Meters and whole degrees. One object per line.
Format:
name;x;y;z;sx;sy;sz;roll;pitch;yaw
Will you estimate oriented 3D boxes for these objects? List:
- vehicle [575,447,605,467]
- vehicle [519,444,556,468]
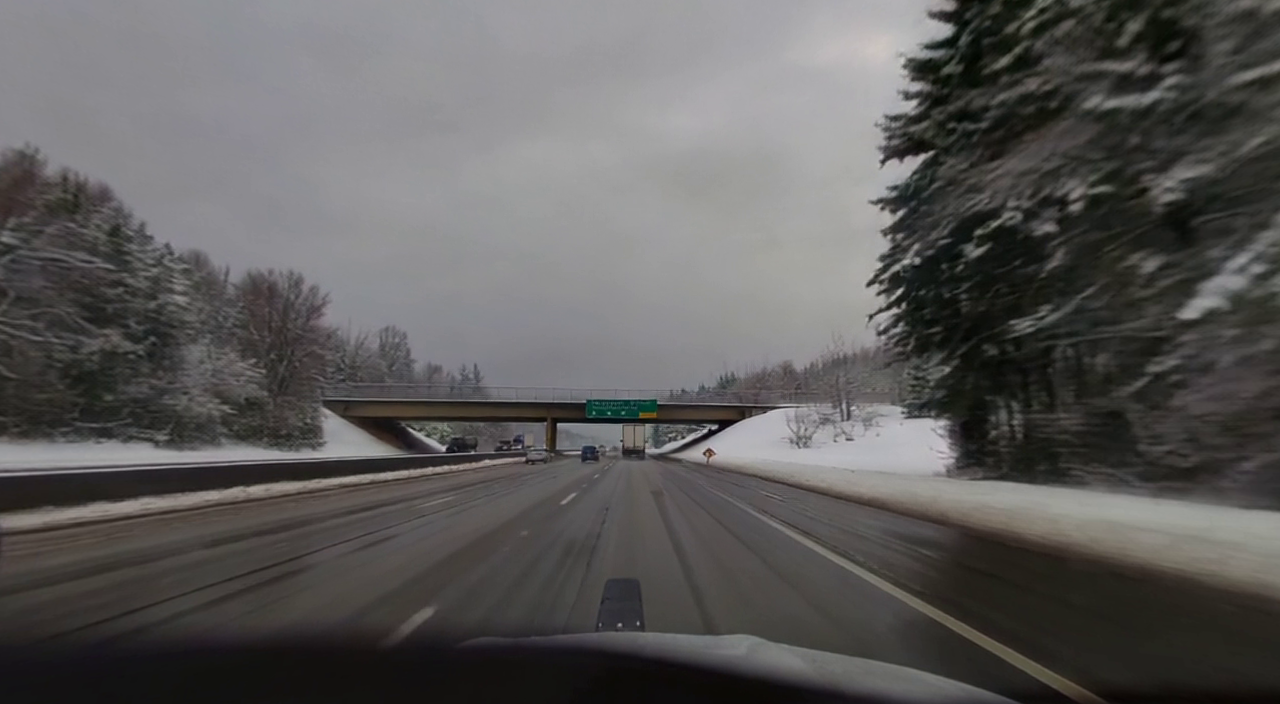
vehicle;-3.889;8.272;49.811;2.073;1.472;4.091;0;-9;-1
vehicle;-7.456;7.619;46.314;2.014;1.633;4.090;0;-9;-1
